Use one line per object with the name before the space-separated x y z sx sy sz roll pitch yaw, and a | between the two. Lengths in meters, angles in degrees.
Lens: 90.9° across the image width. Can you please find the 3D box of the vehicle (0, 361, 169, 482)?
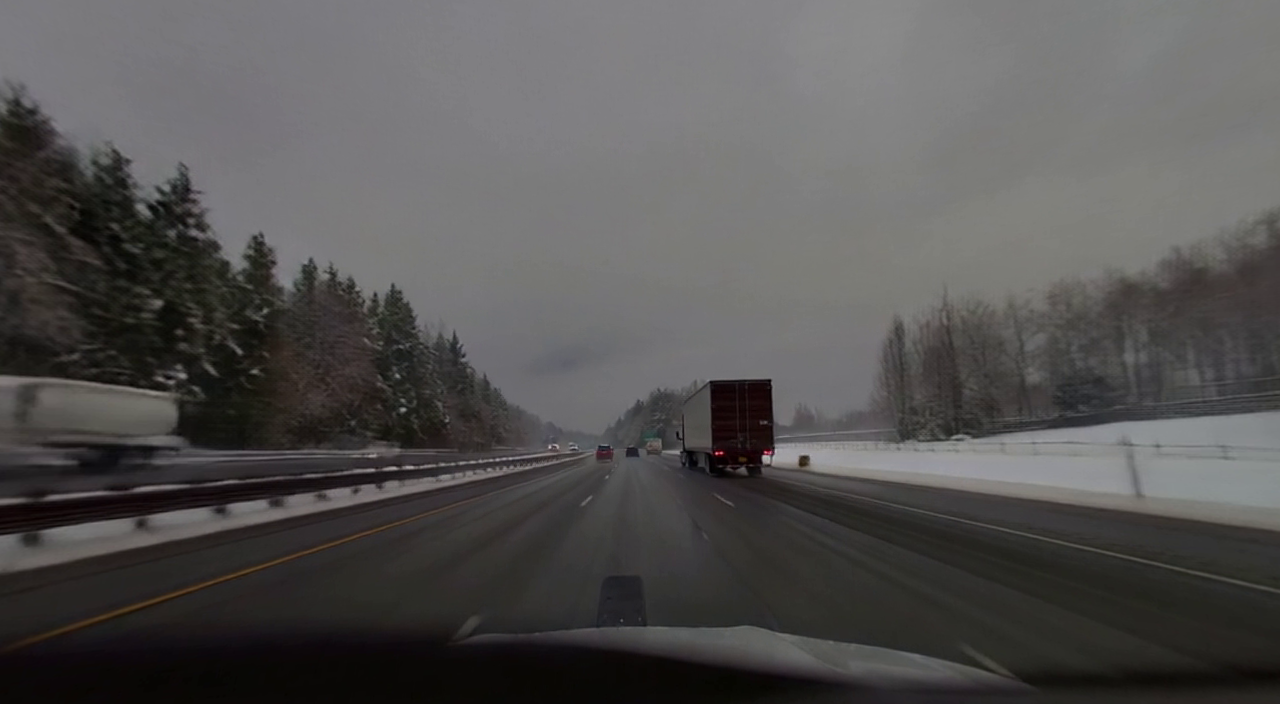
vehicle | -19.392 2.336 20.163 2.679 3.356 7.493 0 -9 0

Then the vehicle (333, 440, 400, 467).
vehicle | -15.773 5.896 36.616 1.865 1.464 4.619 0 -9 -1

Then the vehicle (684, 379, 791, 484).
vehicle | 4.193 4.077 30.902 2.950 4.033 13.276 0 -9 -1
